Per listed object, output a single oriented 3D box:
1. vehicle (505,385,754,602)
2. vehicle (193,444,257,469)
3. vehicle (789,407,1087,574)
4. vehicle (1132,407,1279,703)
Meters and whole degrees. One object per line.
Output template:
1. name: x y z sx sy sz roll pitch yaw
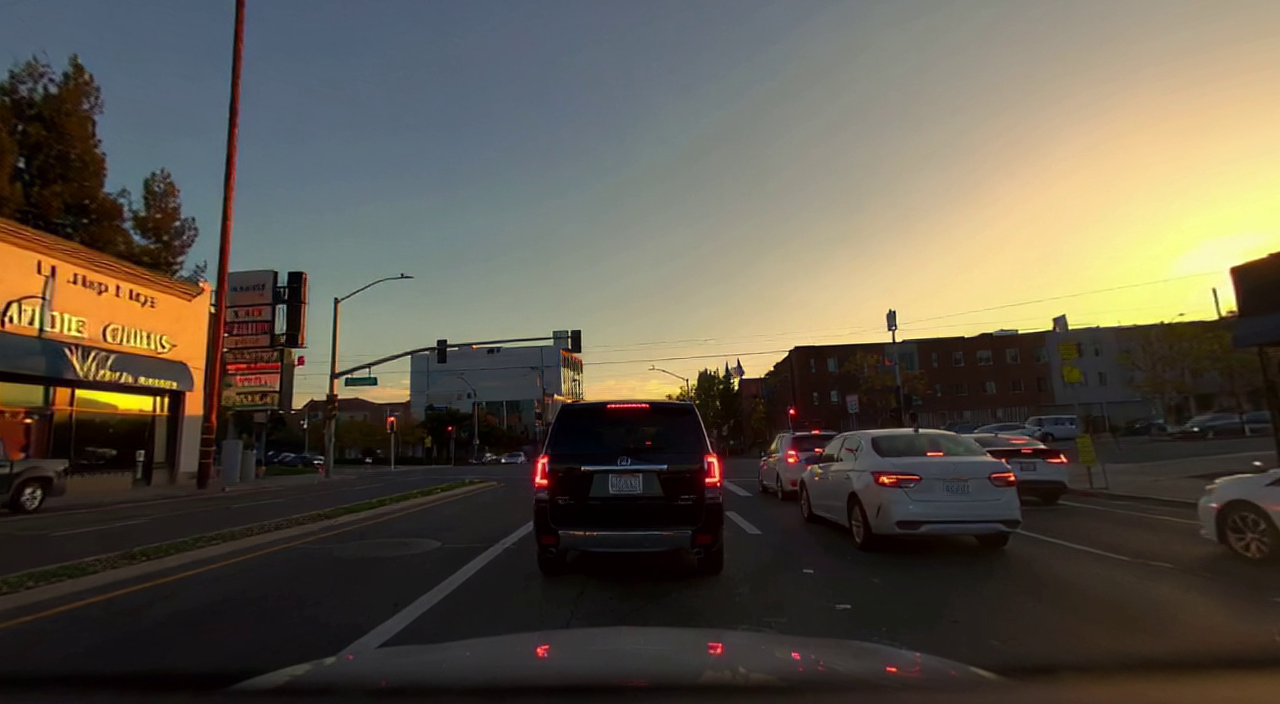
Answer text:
1. vehicle: -0.003 1.535 7.684 2.154 1.861 4.280 0 -8 3
2. vehicle: -27.439 6.873 41.858 1.693 1.563 3.716 0 -8 0
3. vehicle: 3.619 1.761 8.796 2.036 1.719 4.318 0 -8 0
4. vehicle: 3.368 0.720 0.785 1.884 1.484 4.609 0 -8 2
